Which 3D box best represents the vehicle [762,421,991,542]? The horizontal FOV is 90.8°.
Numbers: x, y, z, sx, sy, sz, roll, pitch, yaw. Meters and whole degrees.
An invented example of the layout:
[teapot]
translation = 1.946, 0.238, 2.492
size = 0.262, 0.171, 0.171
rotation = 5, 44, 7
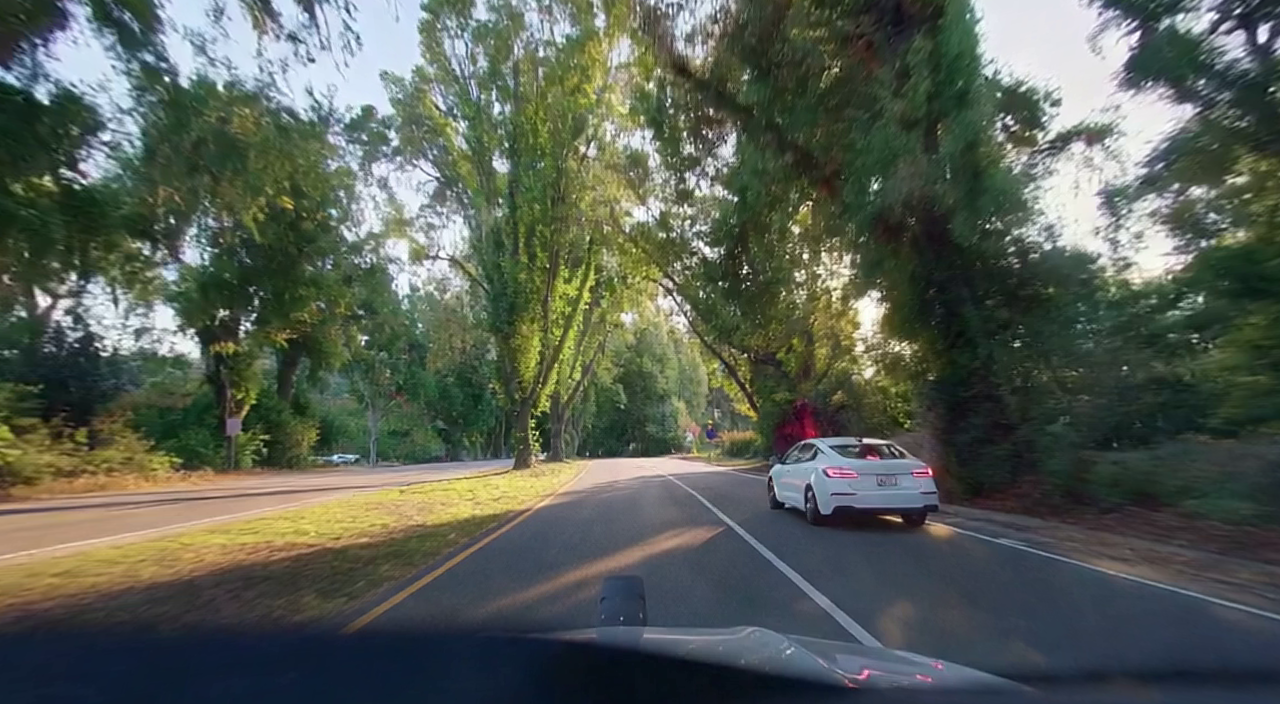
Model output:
[vehicle]
translation = 3.596, 2.069, 10.762
size = 2.060, 1.584, 4.592
rotation = 0, -9, -1
